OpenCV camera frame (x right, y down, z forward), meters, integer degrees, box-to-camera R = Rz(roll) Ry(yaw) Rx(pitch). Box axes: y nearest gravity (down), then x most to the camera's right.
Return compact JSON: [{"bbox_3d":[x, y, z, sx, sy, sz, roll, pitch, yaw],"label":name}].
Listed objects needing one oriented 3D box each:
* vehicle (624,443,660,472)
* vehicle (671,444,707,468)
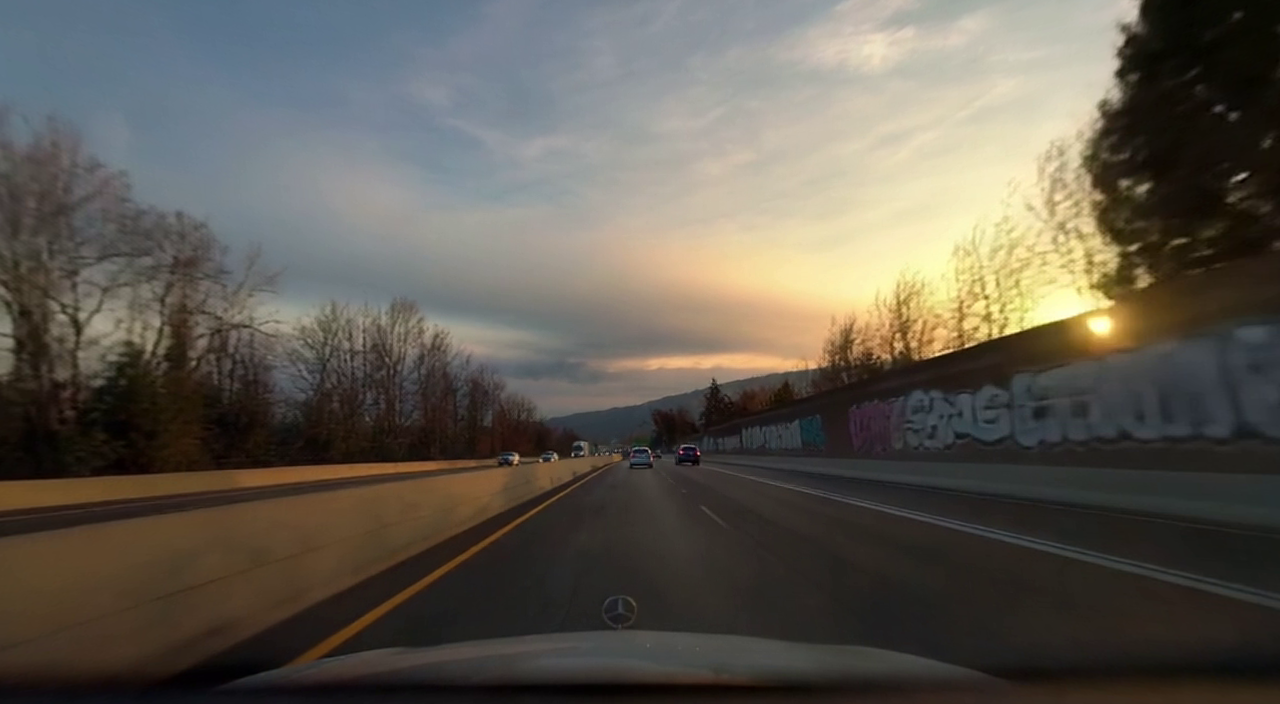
[{"bbox_3d":[0.119,6.517,39.050,2.095,1.671,4.219,0,-9,-1],"label":"vehicle"},{"bbox_3d":[3.541,7.635,46.078,2.303,1.614,4.154,-1,-9,0],"label":"vehicle"}]
